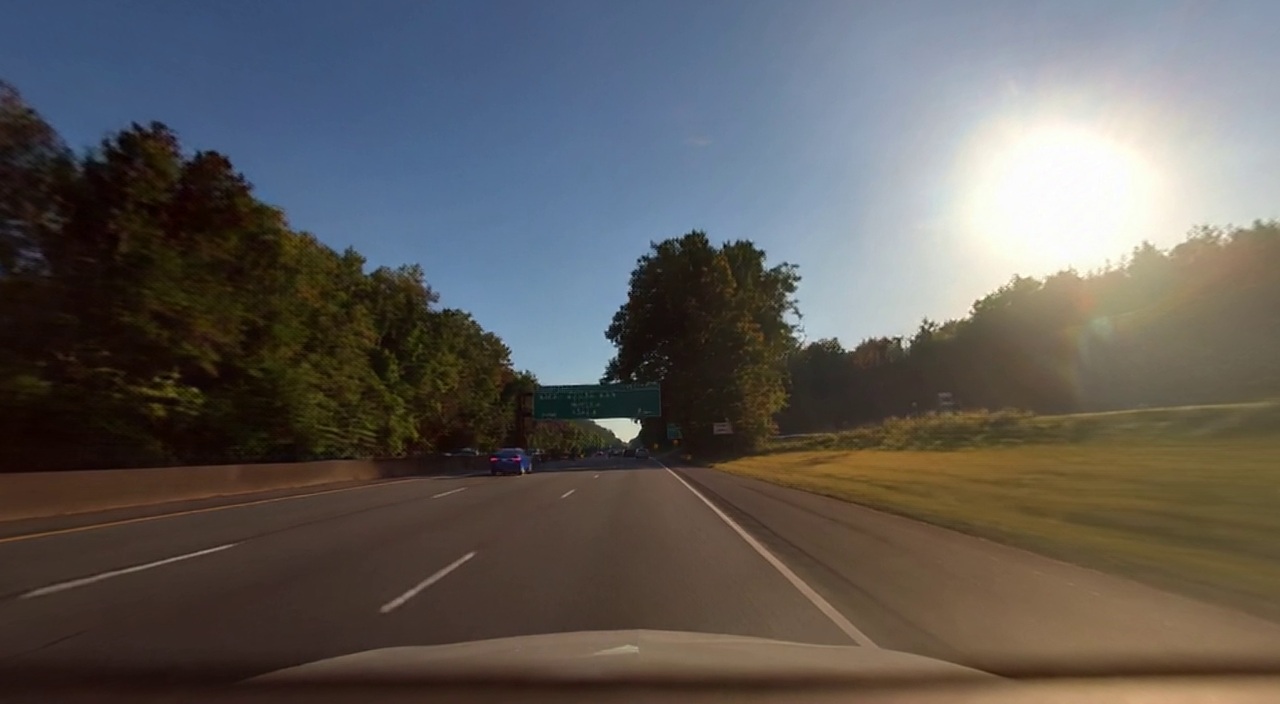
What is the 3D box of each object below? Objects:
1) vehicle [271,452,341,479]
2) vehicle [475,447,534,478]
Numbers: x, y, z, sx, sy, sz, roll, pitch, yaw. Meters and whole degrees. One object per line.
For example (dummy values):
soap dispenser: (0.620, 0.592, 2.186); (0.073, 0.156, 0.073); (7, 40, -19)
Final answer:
vehicle: (-21.429, 7.290, 40.647); (1.968, 1.540, 4.471); (0, -9, 1)
vehicle: (-7.325, 5.991, 34.557); (2.094, 1.579, 4.655); (0, -9, 1)
